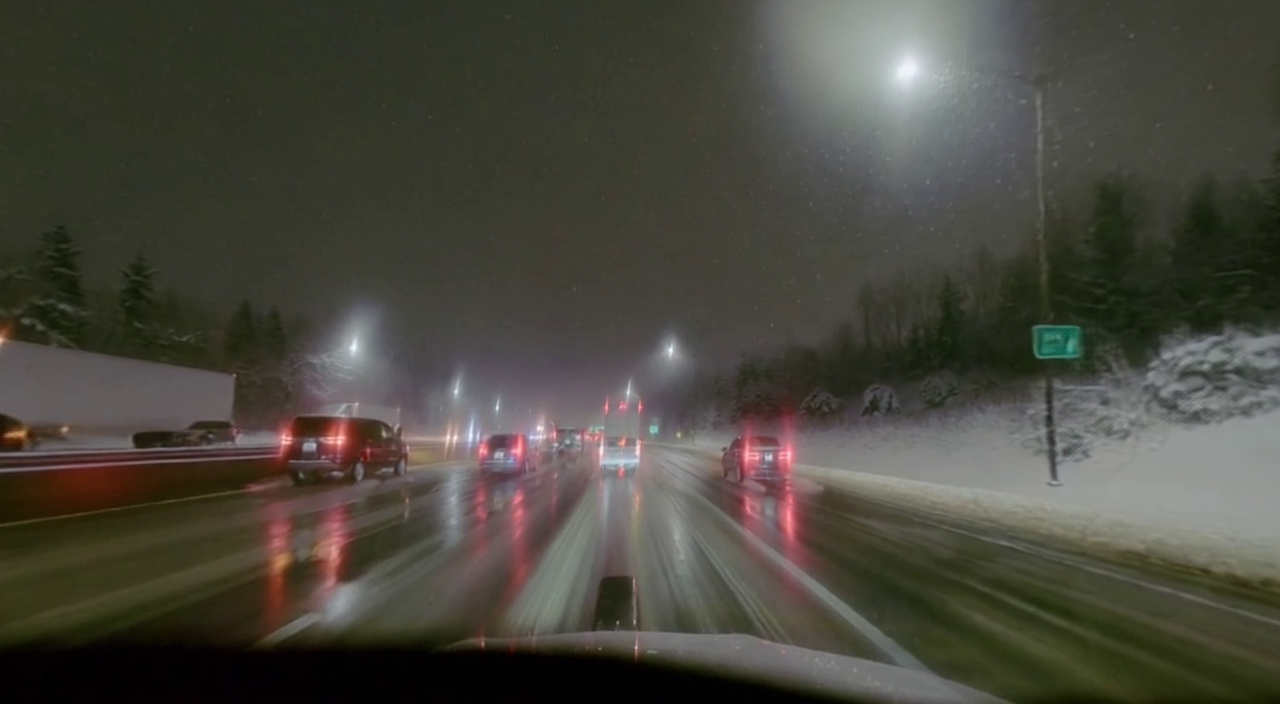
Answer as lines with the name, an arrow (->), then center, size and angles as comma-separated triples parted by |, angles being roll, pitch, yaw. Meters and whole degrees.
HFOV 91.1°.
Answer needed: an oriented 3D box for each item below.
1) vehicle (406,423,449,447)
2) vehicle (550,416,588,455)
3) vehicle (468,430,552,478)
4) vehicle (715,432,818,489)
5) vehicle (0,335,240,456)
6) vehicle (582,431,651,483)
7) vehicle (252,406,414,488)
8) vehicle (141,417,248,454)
vehicle -> -16.337, 6.378, 48.484 | 1.919, 1.761, 4.413 | 0, -8, -2
vehicle -> -5.101, 6.084, 45.927 | 2.303, 2.610, 6.579 | 0, -8, -2
vehicle -> -4.444, 3.548, 22.245 | 2.046, 1.493, 4.384 | 0, -8, 0
vehicle -> 3.592, 3.157, 18.753 | 1.981, 1.474, 4.396 | 0, -8, -3
vehicle -> -23.123, 2.303, 27.246 | 2.881, 3.978, 14.159 | 0, -8, -3
vehicle -> -0.702, 3.254, 19.885 | 1.980, 1.478, 3.758 | 0, -8, -1
vehicle -> -8.192, 2.579, 17.394 | 2.158, 1.943, 4.662 | 0, -8, -1
vehicle -> -19.418, 3.664, 27.641 | 1.873, 1.475, 4.034 | 0, -8, -2
